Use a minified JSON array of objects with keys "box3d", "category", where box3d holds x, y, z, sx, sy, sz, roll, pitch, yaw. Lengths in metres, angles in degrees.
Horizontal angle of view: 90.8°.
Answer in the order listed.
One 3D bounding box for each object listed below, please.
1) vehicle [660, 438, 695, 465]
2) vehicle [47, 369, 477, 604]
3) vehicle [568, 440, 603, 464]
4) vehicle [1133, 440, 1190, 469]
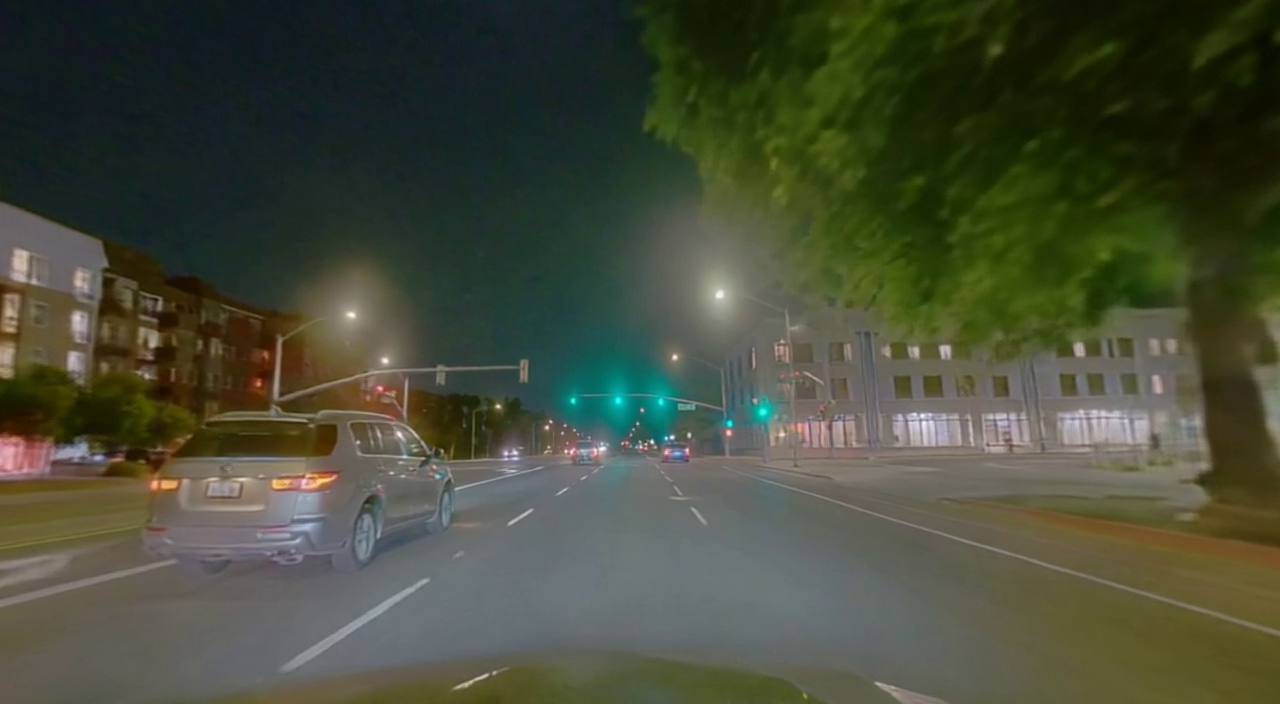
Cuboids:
[{"box3d":[2.561,6.920,44.055,2.018,1.719,4.369,0,-8,-2],"category":"vehicle"},{"box3d":[-3.874,1.515,8.010,2.225,1.984,5.168,0,-8,0],"category":"vehicle"},{"box3d":[-3.931,7.293,46.305,2.083,1.685,4.069,0,-8,1],"category":"vehicle"},{"box3d":[38.328,7.488,46.557,2.026,1.987,5.331,-5,-9,27],"category":"vehicle"}]
